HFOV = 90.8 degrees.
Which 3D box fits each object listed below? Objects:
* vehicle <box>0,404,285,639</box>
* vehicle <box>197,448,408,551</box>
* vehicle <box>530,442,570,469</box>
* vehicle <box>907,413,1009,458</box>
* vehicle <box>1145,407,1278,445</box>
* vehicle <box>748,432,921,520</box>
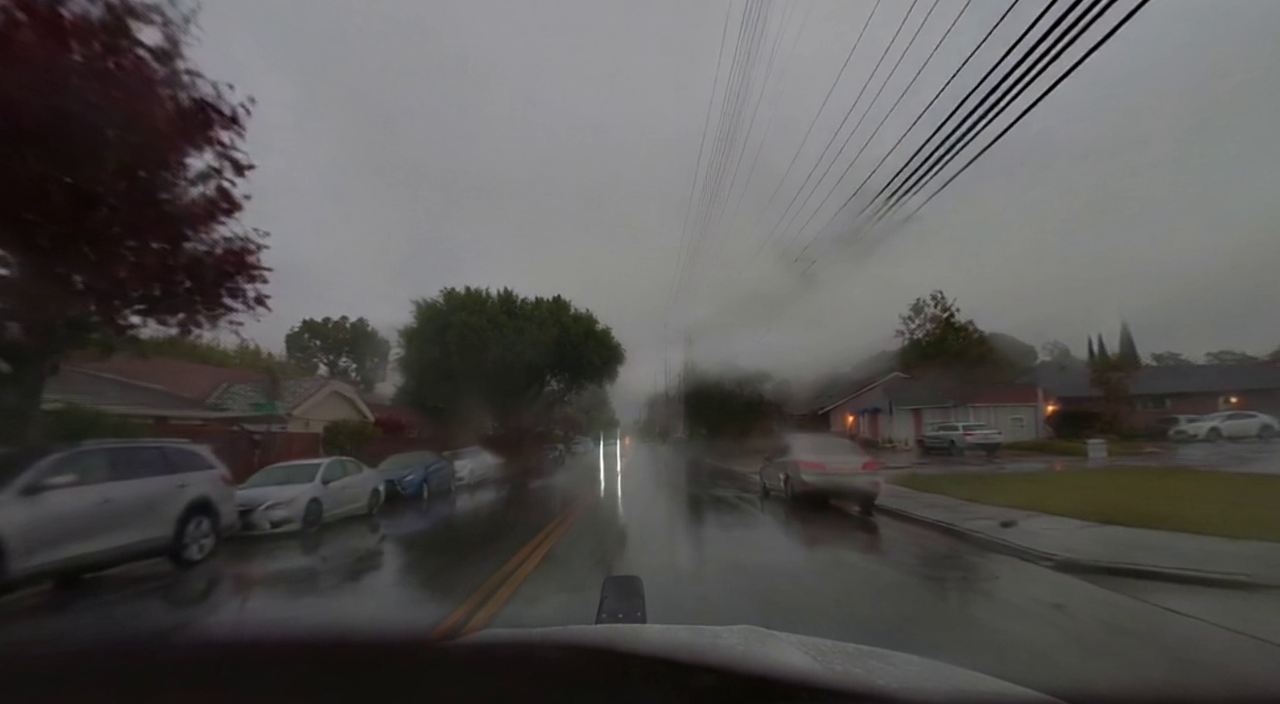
[{"bbox_3d":[-6.283,1.654,6.710,2.192,1.873,4.985,-3,-8,0],"label":"vehicle"},{"bbox_3d":[-6.113,2.650,12.150,1.813,1.447,4.437,-3,-8,-3],"label":"vehicle"},{"bbox_3d":[-6.110,7.072,43.361,2.055,1.666,4.168,-2,-8,1],"label":"vehicle"},{"bbox_3d":[13.357,3.591,26.933,2.039,1.712,4.766,-2,-8,3],"label":"vehicle"},{"bbox_3d":[24.242,3.241,27.080,1.796,1.471,4.679,-1,-8,8],"label":"vehicle"},{"bbox_3d":[3.788,2.504,13.415,2.108,1.493,4.878,0,-8,0],"label":"vehicle"}]
